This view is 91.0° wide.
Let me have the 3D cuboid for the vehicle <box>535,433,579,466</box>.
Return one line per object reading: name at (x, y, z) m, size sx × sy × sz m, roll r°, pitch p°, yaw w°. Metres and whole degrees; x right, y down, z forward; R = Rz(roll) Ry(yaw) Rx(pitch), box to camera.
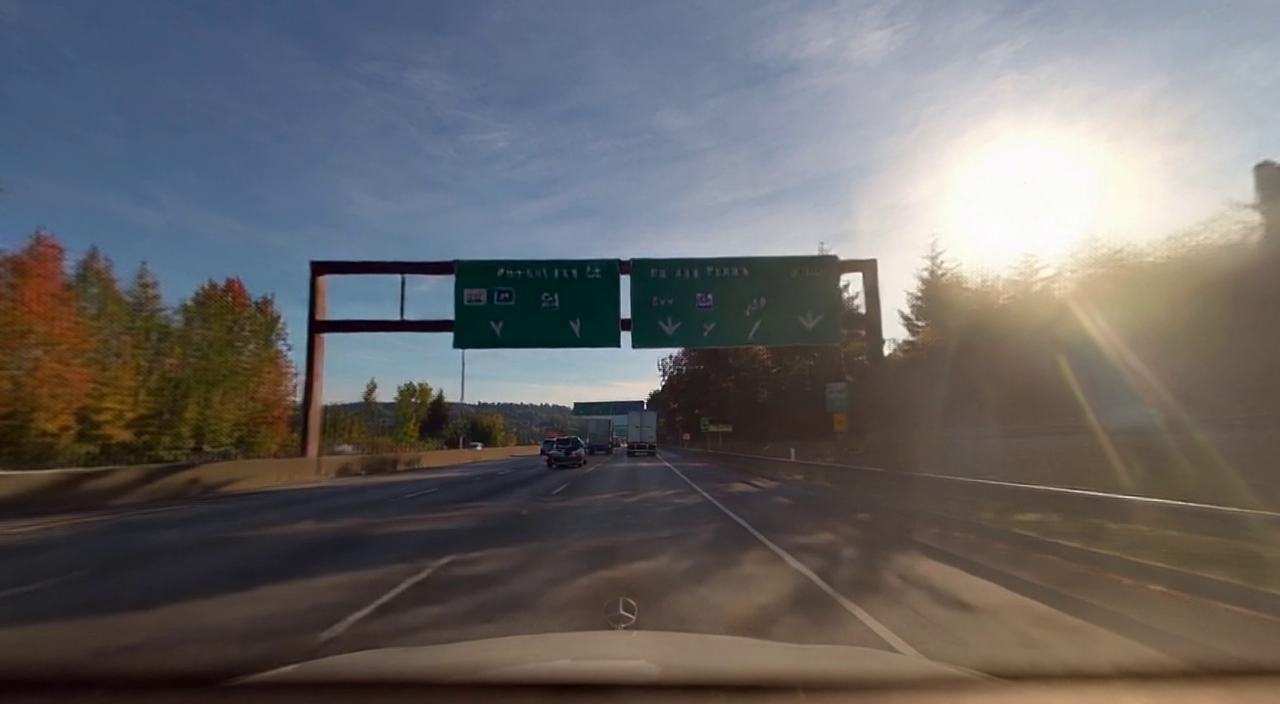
vehicle at (-4.985, 5.919, 38.450) m, size 2.127 × 1.839 × 4.984 m, roll 0°, pitch -8°, yaw -2°
